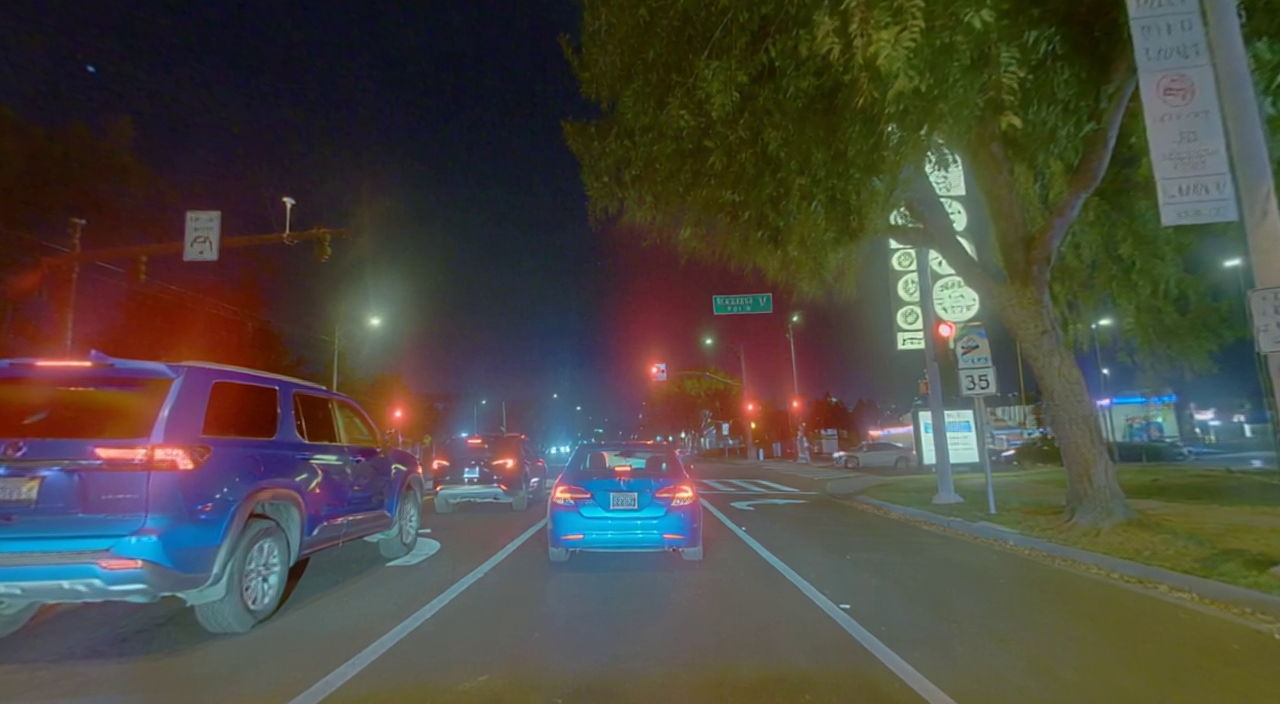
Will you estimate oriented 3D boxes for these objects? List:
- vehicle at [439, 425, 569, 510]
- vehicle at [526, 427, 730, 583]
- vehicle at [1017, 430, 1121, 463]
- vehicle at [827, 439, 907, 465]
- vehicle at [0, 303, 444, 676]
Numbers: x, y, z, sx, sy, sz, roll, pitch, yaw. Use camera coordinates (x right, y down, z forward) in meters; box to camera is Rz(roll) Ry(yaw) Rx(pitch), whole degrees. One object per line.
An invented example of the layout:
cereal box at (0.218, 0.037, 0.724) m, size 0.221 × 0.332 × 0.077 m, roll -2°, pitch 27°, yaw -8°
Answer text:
vehicle at (-2.935, 2.604, 14.598) m, size 2.047 × 1.664 × 4.148 m, roll 0°, pitch -8°, yaw 1°
vehicle at (-0.157, 1.786, 8.188) m, size 1.966 × 1.481 × 4.146 m, roll 0°, pitch -8°, yaw -1°
vehicle at (23.461, 5.208, 34.497) m, size 4.116 × 1.719 × 2.069 m, roll -2°, pitch -9°, yaw 11°
vehicle at (12.899, 5.711, 35.866) m, size 3.924 × 1.447 × 2.039 m, roll -1°, pitch -9°, yaw 8°
vehicle at (-3.834, 1.127, 6.153) m, size 2.152 × 2.118 × 5.066 m, roll 0°, pitch -8°, yaw 0°
